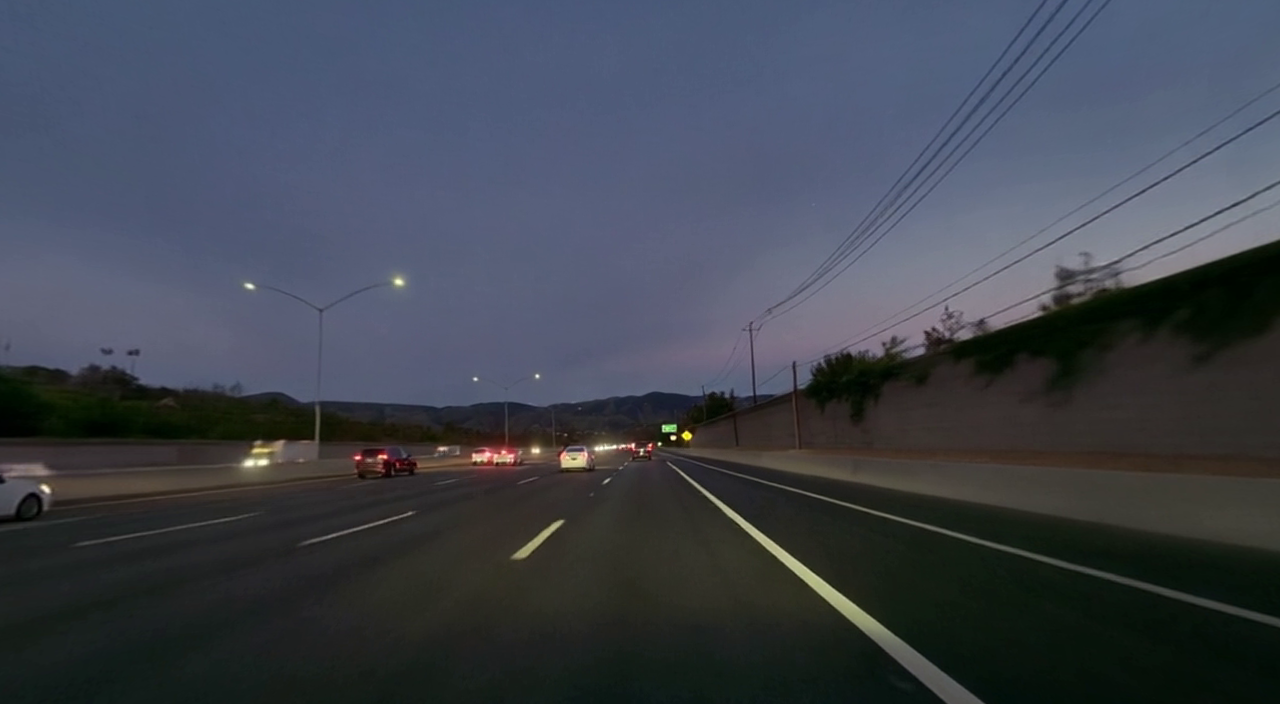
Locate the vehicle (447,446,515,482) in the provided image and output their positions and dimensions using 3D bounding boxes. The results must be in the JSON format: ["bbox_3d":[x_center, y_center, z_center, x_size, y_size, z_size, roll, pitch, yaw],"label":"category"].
[{"bbox_3d":[-7.082,5.023,28.502,1.899,1.472,4.202,0,-9,1],"label":"vehicle"}]

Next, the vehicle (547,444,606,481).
[{"bbox_3d":[-2.639,4.738,27.258,2.064,1.446,4.409,0,-9,1],"label":"vehicle"}]

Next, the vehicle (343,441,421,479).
[{"bbox_3d":[-14.269,5.999,35.276,2.172,1.946,5.017,0,-9,1],"label":"vehicle"}]
